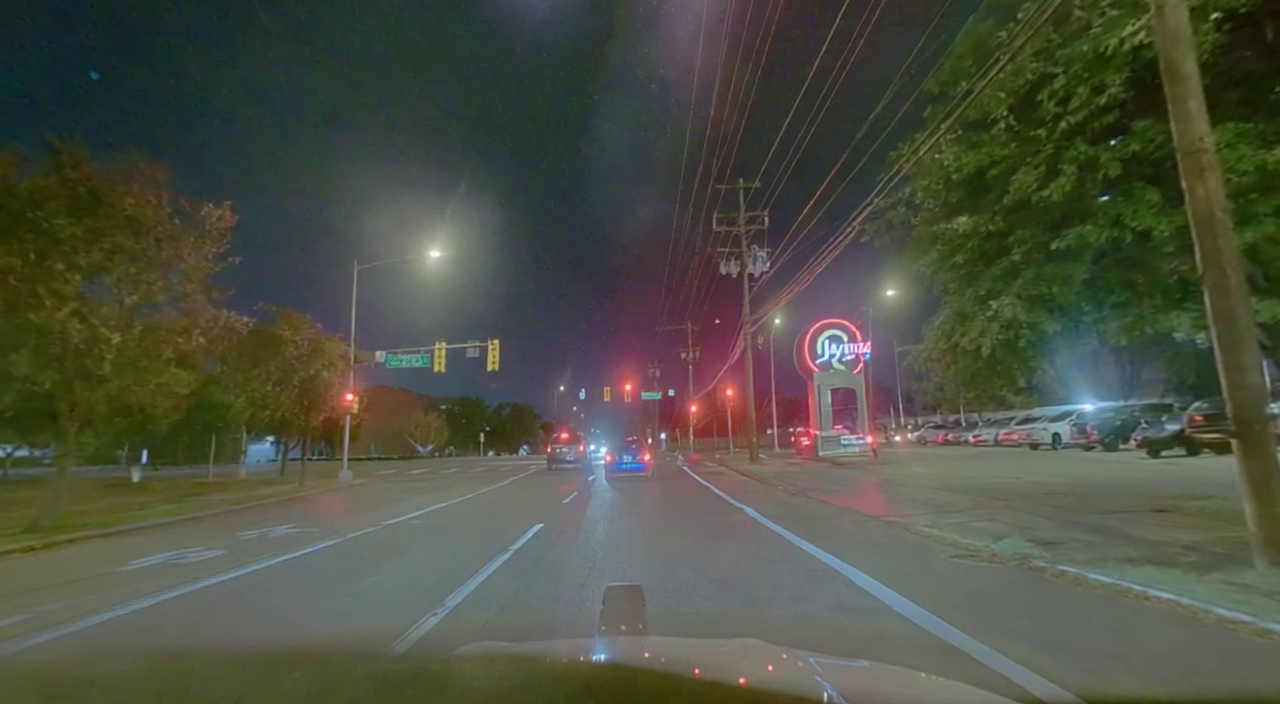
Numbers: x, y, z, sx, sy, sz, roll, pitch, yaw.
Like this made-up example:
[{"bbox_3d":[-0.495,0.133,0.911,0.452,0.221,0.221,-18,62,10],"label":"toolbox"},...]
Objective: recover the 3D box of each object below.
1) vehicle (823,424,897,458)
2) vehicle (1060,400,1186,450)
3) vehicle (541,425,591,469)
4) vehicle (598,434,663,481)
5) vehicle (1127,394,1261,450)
[{"bbox_3d":[10.139,4.162,29.458,1.888,1.455,4.268,0,-8,0],"label":"vehicle"},{"bbox_3d":[18.331,2.815,23.942,4.206,1.722,2.100,4,-9,-28],"label":"vehicle"},{"bbox_3d":[-3.465,4.429,29.430,2.106,1.852,4.512,1,-8,-7],"label":"vehicle"},{"bbox_3d":[-0.394,3.651,22.134,2.070,1.481,4.216,0,-8,-3],"label":"vehicle"},{"bbox_3d":[18.760,2.425,21.365,3.791,1.720,1.992,4,-9,-27],"label":"vehicle"}]
